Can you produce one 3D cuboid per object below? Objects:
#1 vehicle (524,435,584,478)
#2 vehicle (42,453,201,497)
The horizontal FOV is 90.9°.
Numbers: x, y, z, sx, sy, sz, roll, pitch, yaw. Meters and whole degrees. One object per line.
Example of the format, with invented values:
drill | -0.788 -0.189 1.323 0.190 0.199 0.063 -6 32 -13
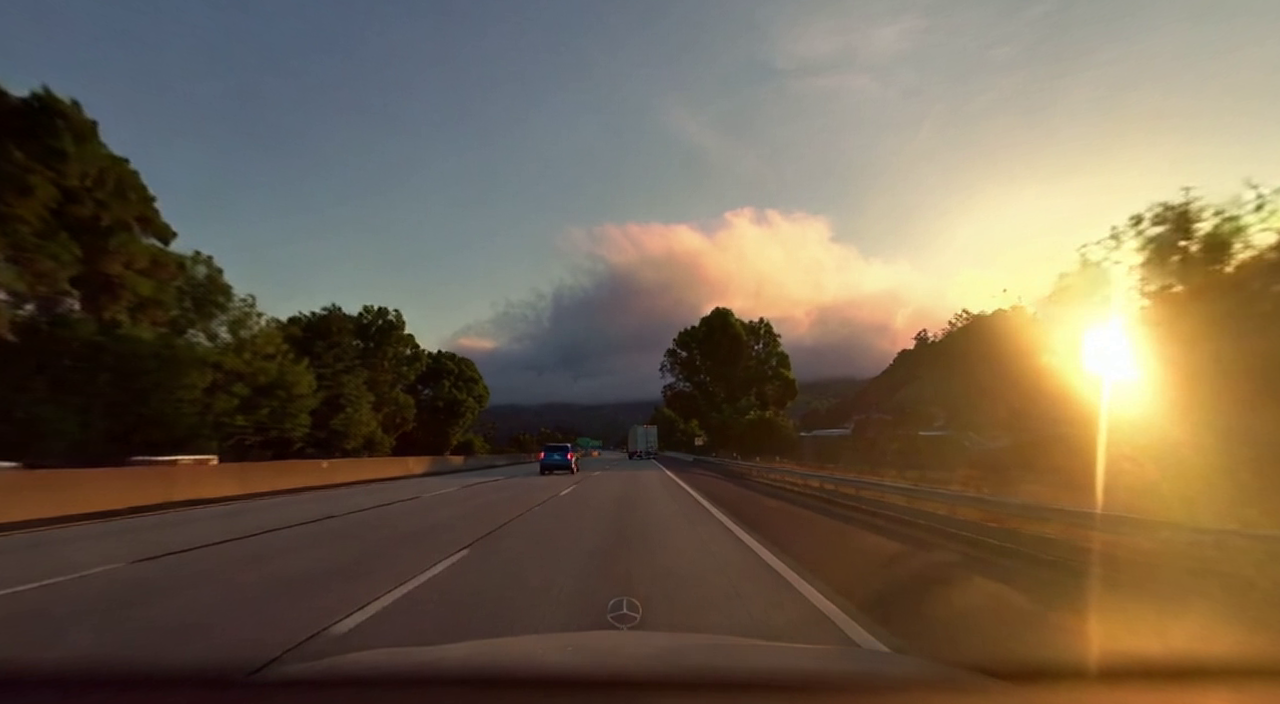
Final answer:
vehicle | -4.063 5.081 30.715 2.124 1.888 5.226 0 -9 0
vehicle | -20.764 4.921 25.652 1.868 1.549 5.416 0 -9 0
